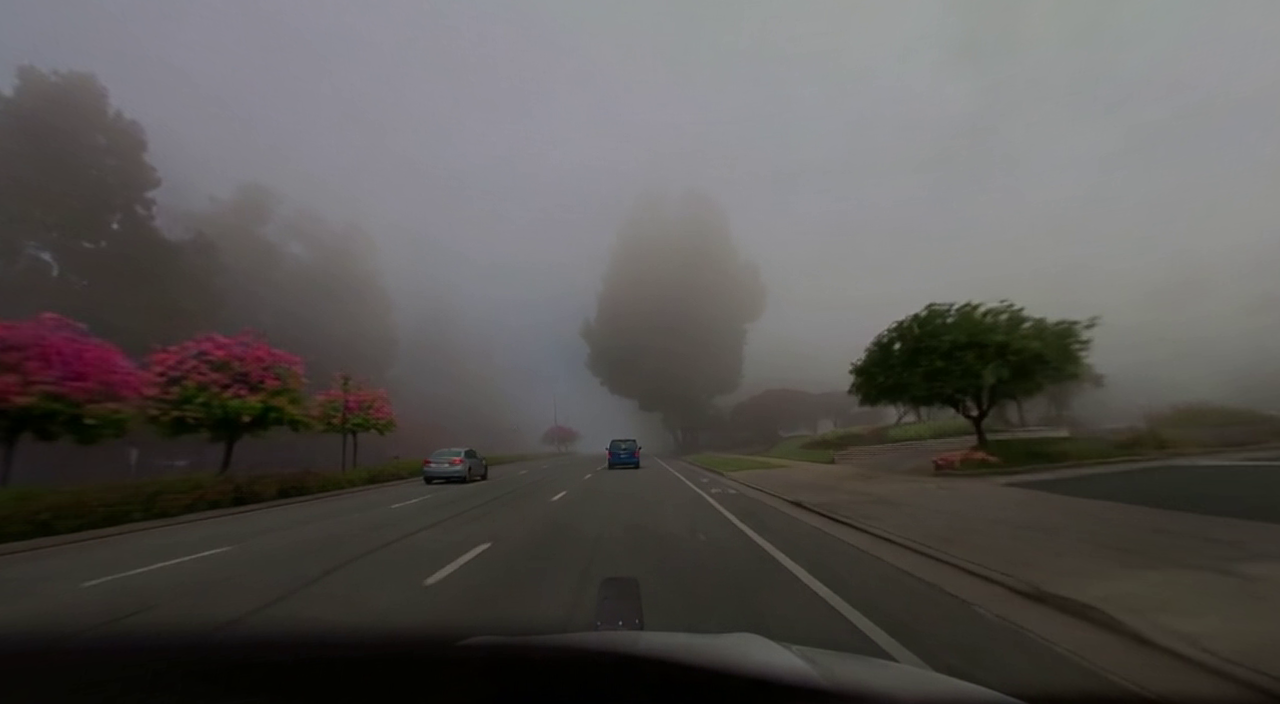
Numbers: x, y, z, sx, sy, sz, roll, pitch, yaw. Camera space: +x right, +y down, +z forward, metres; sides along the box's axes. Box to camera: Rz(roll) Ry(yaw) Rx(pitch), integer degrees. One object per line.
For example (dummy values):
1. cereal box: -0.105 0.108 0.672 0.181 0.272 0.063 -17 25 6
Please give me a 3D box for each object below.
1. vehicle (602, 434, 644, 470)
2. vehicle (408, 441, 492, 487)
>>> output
1. vehicle: -0.830 5.314 33.726 2.070 1.764 4.552 -1 -8 0
2. vehicle: -7.569 4.475 25.663 1.993 1.657 4.487 -1 -8 0
